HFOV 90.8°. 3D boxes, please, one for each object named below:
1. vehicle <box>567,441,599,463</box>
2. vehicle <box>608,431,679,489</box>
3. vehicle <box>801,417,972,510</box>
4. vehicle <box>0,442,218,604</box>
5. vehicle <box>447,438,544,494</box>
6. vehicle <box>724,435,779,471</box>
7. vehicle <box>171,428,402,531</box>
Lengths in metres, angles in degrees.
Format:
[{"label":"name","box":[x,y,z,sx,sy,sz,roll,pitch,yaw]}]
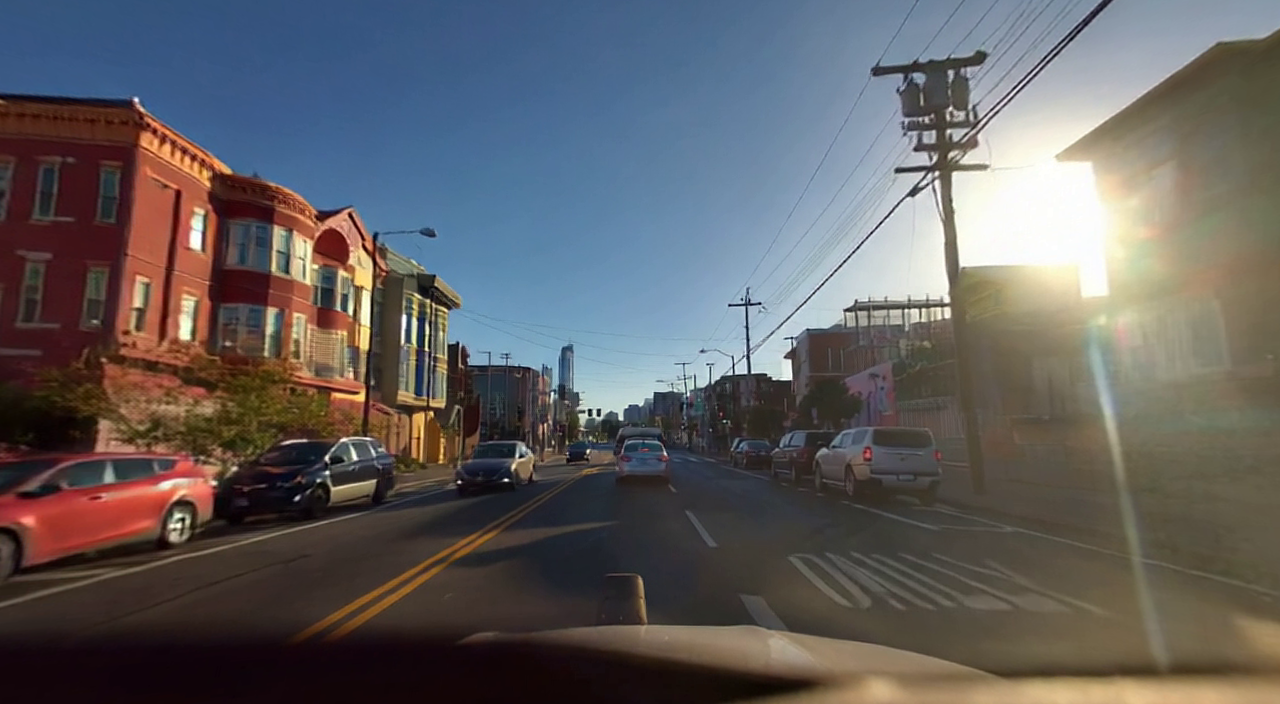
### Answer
[{"label":"vehicle","box":[-4.099,7.279,45.986,1.968,1.524,4.304,0,-8,0]},{"label":"vehicle","box":[0.121,3.333,19.737,1.980,1.635,3.795,0,-8,1]},{"label":"vehicle","box":[6.271,2.939,17.116,2.203,2.052,5.975,0,-8,0]},{"label":"vehicle","box":[-7.310,1.854,7.359,1.928,1.552,4.234,0,-8,-2]},{"label":"vehicle","box":[-4.273,3.434,19.457,1.944,1.515,4.428,0,-8,0]},{"label":"vehicle","box":[6.437,5.896,37.136,2.197,1.917,5.637,0,-8,0]},{"label":"vehicle","box":[-7.397,2.666,14.126,2.095,1.847,5.290,0,-8,0]}]
